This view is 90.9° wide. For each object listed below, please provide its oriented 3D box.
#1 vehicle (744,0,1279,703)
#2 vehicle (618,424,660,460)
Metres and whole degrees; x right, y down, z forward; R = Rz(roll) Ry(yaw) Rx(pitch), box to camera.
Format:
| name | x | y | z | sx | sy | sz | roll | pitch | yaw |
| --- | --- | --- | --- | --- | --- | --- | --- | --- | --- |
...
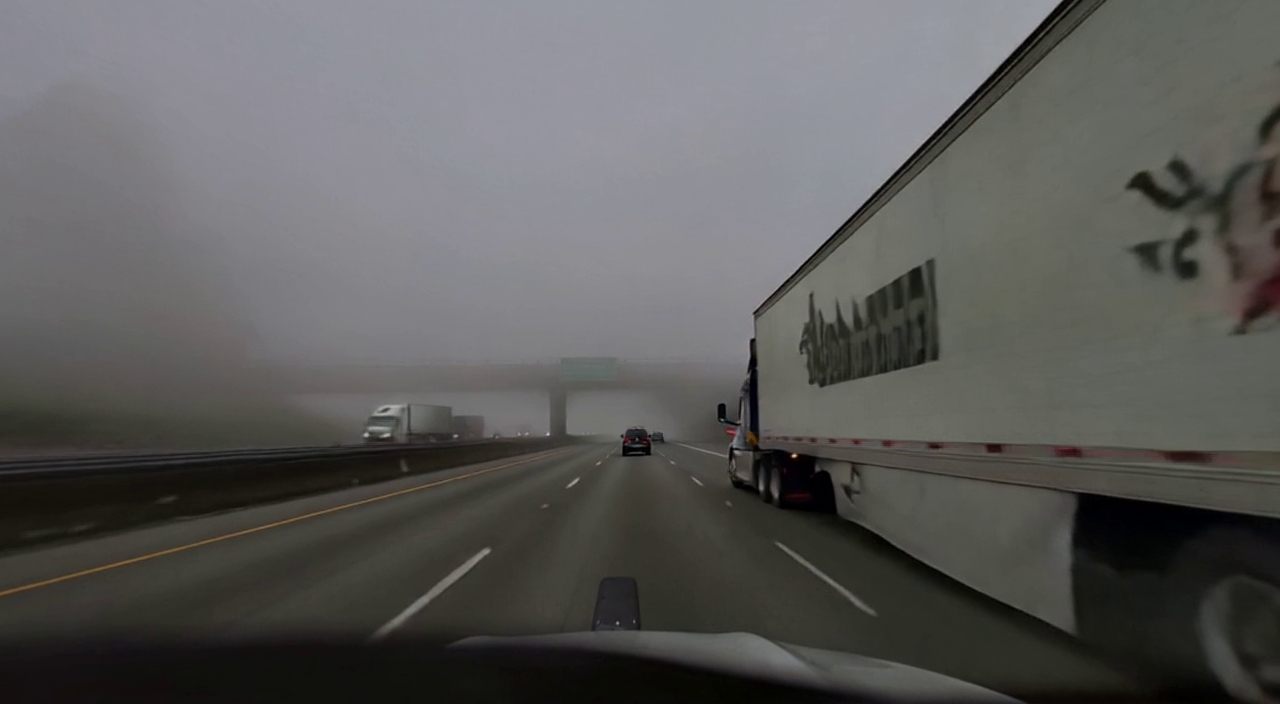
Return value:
| name | x | y | z | sx | sy | sz | roll | pitch | yaw |
| --- | --- | --- | --- | --- | --- | --- | --- | --- | --- |
| vehicle | 3.961 | 0.265 | 6.835 | 2.987 | 4.021 | 14.105 | 0 | -8 | -1 |
| vehicle | -0.104 | 5.189 | 36.545 | 2.277 | 1.913 | 4.510 | 0 | -8 | -1 |
